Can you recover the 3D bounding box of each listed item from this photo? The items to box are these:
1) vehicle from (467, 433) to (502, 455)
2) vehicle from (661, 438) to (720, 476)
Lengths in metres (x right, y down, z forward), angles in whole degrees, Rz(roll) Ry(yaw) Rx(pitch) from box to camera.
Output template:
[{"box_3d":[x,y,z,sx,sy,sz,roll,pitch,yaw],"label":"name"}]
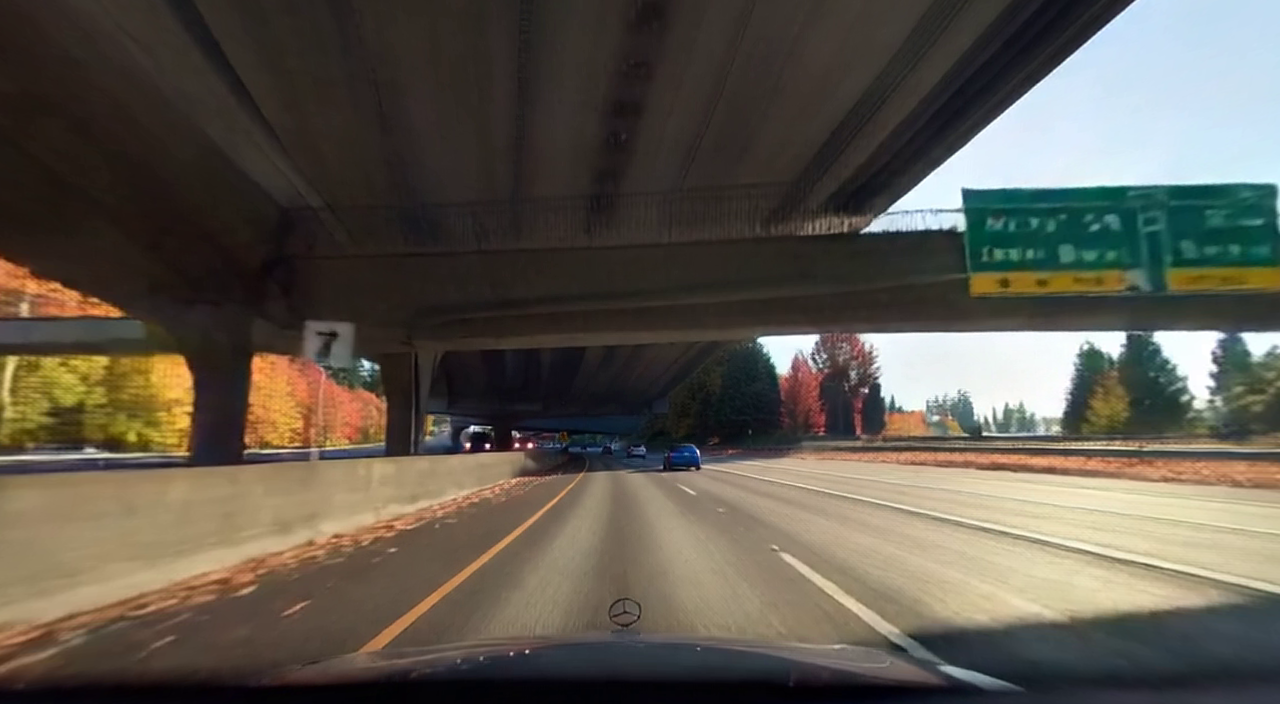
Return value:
[{"box_3d":[-12.208,7.288,49.395,1.842,1.663,3.995,0,-9,-2],"label":"vehicle"},{"box_3d":[2.296,4.953,29.718,2.337,1.633,4.222,0,-9,-2],"label":"vehicle"}]
